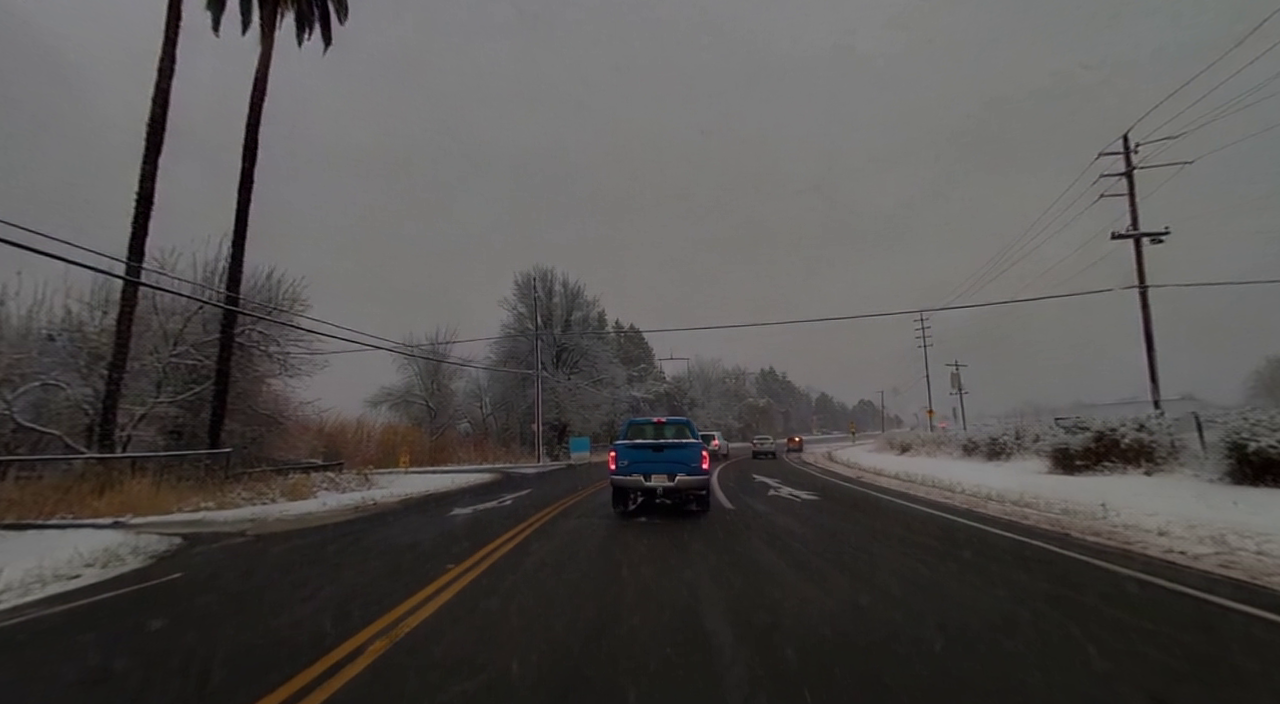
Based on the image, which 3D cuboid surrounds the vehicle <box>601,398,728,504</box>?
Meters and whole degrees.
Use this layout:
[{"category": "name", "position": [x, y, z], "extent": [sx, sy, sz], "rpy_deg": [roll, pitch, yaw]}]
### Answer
[{"category": "vehicle", "position": [0.663, 2.529, 16.398], "extent": [2.693, 2.223, 5.885], "rpy_deg": [-1, -8, 3]}]
